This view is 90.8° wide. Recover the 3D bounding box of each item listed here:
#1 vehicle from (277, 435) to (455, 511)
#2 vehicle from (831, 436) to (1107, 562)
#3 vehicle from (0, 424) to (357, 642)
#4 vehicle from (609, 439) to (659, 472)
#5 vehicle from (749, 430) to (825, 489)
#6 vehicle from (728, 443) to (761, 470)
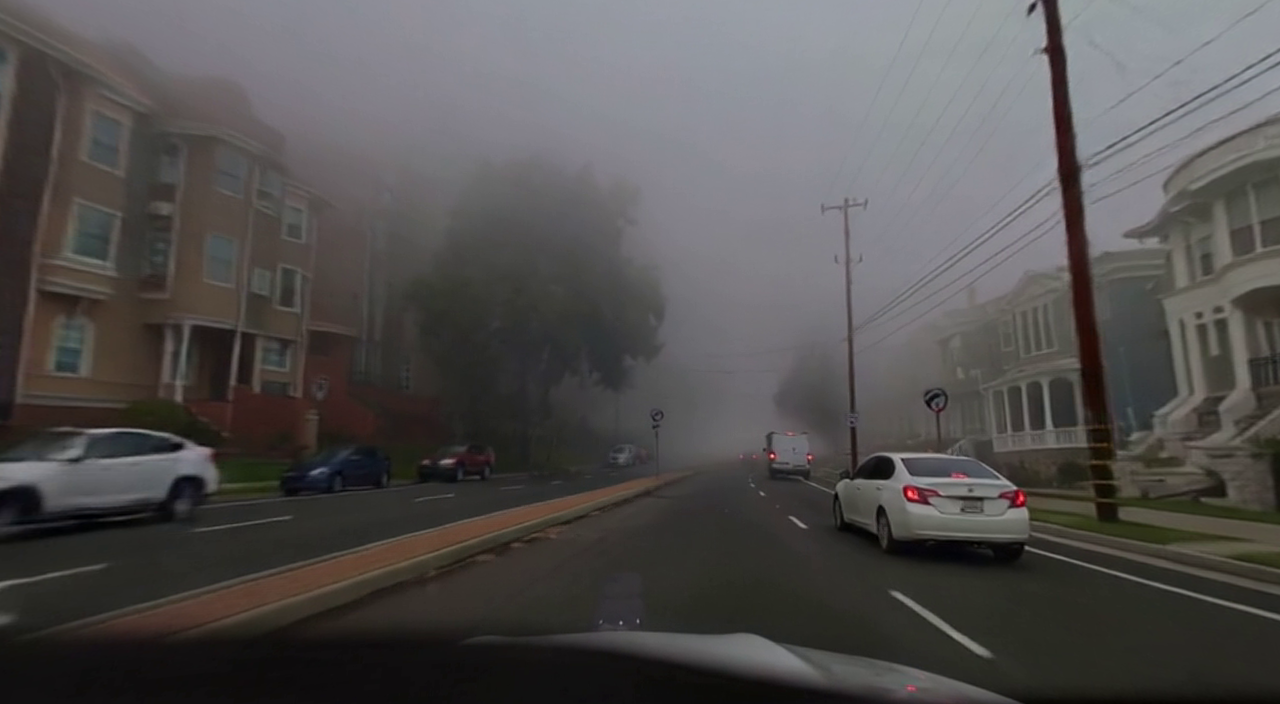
[{"bbox_3d":[-6.683,2.958,16.069,2.023,1.518,4.388,-3,-7,10],"label":"vehicle"},{"bbox_3d":[4.876,2.221,10.349,2.096,1.552,4.519,1,-9,0],"label":"vehicle"},{"bbox_3d":[-5.236,1.537,6.613,2.081,1.453,4.698,-3,-6,6],"label":"vehicle"},{"bbox_3d":[-0.326,6.717,41.368,2.069,1.820,4.388,-4,-7,16],"label":"vehicle"},{"bbox_3d":[5.451,4.061,24.076,2.109,2.002,4.424,0,-9,4],"label":"vehicle"},{"bbox_3d":[6.528,6.487,39.381,1.923,1.576,4.026,-1,-9,10],"label":"vehicle"}]
